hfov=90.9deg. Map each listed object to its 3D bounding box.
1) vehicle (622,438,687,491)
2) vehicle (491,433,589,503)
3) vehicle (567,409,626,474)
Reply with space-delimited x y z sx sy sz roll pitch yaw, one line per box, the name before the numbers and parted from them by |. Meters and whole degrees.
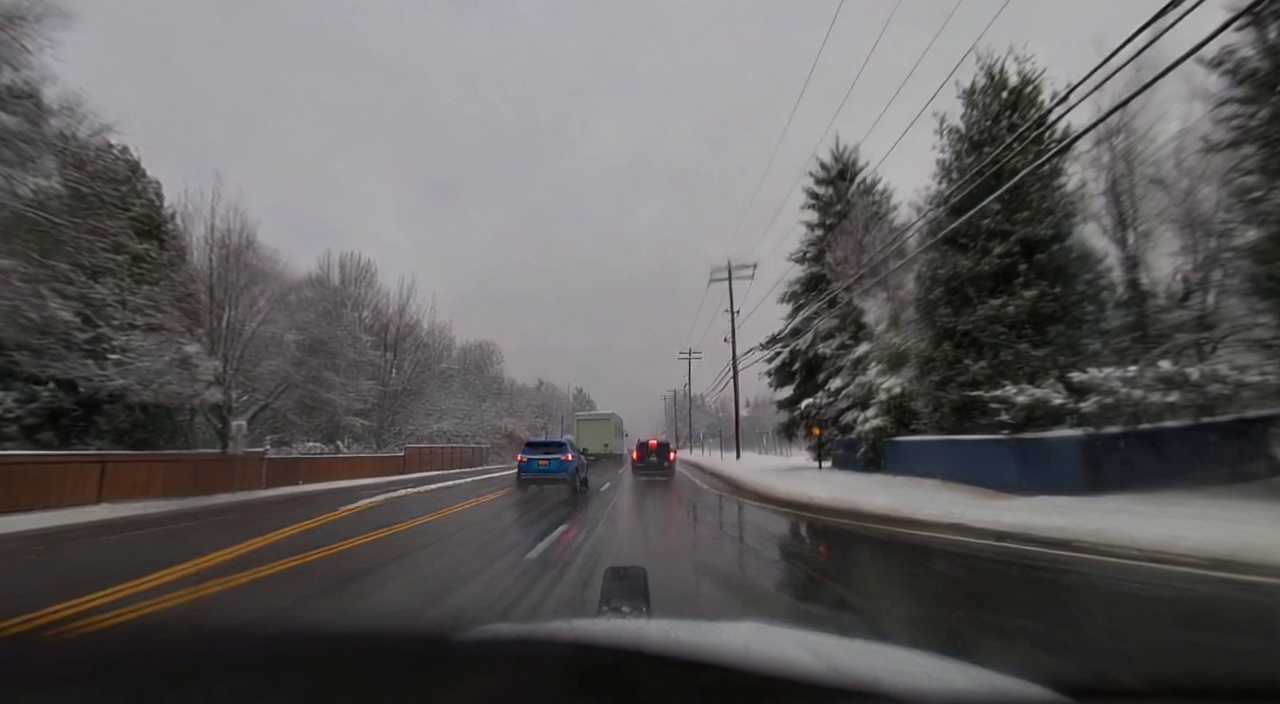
vehicle | 0.509 4.109 23.289 2.174 1.749 4.113 0 -9 0
vehicle | -2.873 3.463 19.155 2.093 1.832 4.508 0 -9 2
vehicle | -2.567 5.868 40.825 2.928 3.658 10.953 0 -9 1
